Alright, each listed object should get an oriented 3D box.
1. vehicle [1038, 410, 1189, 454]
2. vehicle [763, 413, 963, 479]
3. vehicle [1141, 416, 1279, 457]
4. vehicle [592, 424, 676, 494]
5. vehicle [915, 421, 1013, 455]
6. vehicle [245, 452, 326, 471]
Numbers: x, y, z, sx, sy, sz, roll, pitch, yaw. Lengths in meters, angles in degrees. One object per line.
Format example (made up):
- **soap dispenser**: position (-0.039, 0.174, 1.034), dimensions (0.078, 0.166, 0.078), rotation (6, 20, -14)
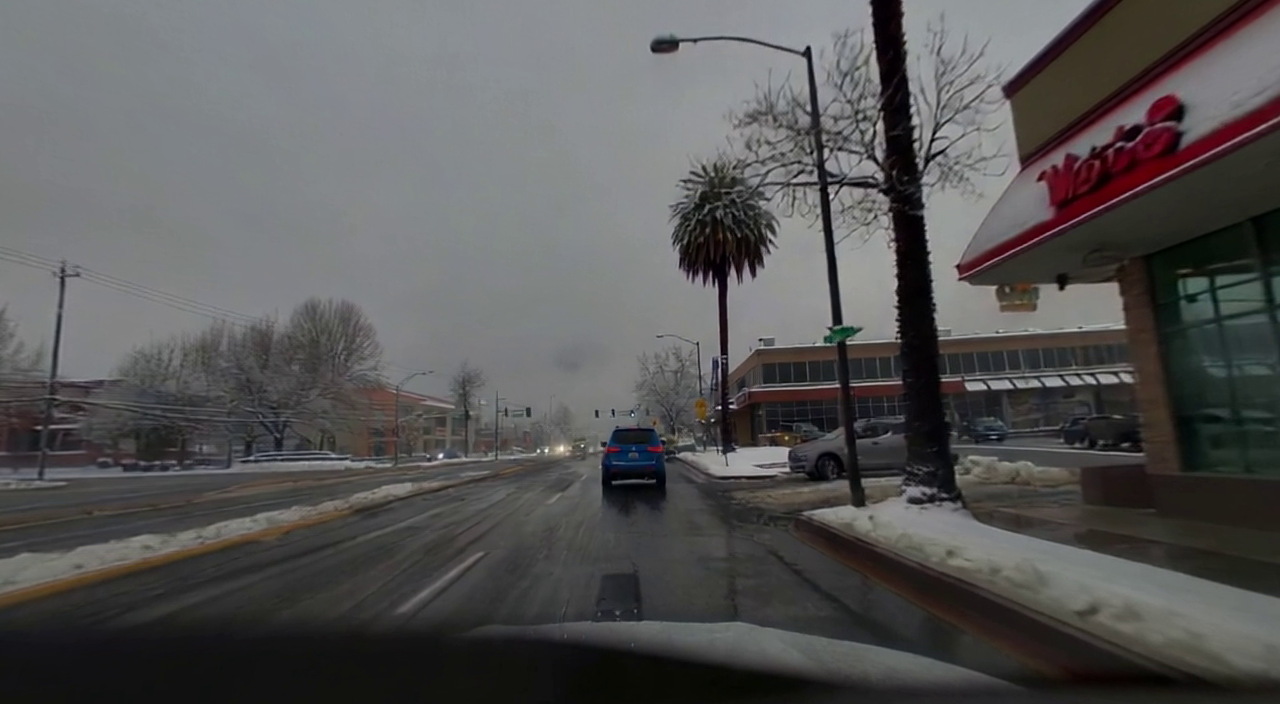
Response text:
- **vehicle**: position (19.947, 3.489, 27.054), dimensions (2.080, 1.702, 5.430), rotation (0, -9, -3)
- **vehicle**: position (6.187, 2.686, 18.032), dimensions (4.828, 1.733, 2.231), rotation (0, -9, -1)
- **vehicle**: position (24.168, 3.597, 26.747), dimensions (1.867, 1.571, 4.153), rotation (3, -9, -20)
- **vehicle**: position (-0.195, 3.134, 18.736), dimensions (2.234, 1.818, 3.869), rotation (0, -9, -1)
- **vehicle**: position (16.378, 4.357, 31.832), dimensions (4.918, 1.595, 2.213), rotation (6, -11, -34)
- **vehicle**: position (-26.836, 8.268, 47.998), dimensions (5.154, 1.343, 1.943), rotation (4, -9, -23)
